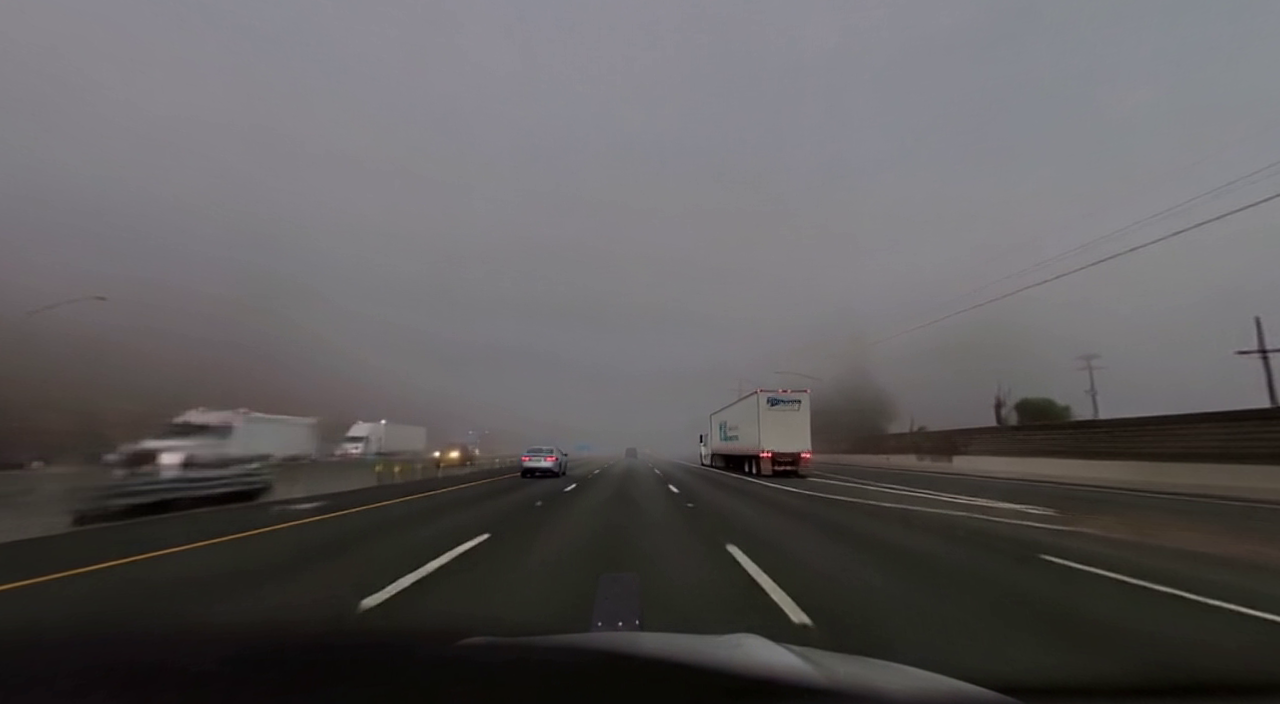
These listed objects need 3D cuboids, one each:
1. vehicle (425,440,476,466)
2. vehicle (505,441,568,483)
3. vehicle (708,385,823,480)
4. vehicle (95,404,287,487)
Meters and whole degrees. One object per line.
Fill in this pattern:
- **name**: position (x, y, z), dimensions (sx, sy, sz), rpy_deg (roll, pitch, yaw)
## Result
- **vehicle**: position (-13.443, 7.209, 45.133), dimensions (2.193, 1.724, 4.842), rpy_deg (0, -9, 0)
- **vehicle**: position (-4.345, 4.677, 27.130), dimensions (2.027, 1.651, 4.099), rpy_deg (0, -9, 0)
- **vehicle**: position (6.421, 4.795, 36.041), dimensions (2.919, 4.195, 15.833), rpy_deg (0, -9, -1)
- **vehicle**: position (-13.417, 2.888, 19.443), dimensions (2.215, 2.225, 4.941), rpy_deg (0, -9, 0)
